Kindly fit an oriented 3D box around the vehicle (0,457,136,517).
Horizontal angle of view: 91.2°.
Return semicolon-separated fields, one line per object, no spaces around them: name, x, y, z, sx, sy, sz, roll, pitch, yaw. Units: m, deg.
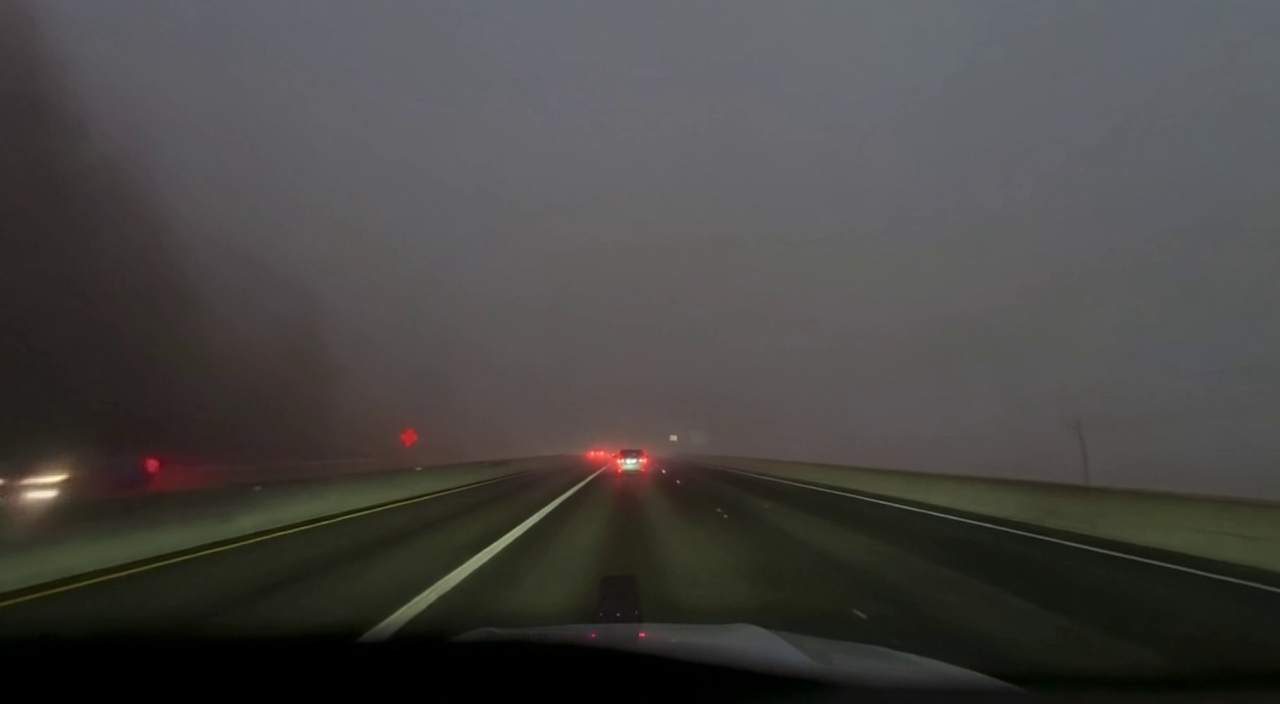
vehicle;-17.170;3.760;17.819;1.893;1.464;4.526;-1;-9;0

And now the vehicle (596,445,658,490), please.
vehicle;-0.461;4.204;23.140;2.066;1.490;3.759;-1;-9;-1
